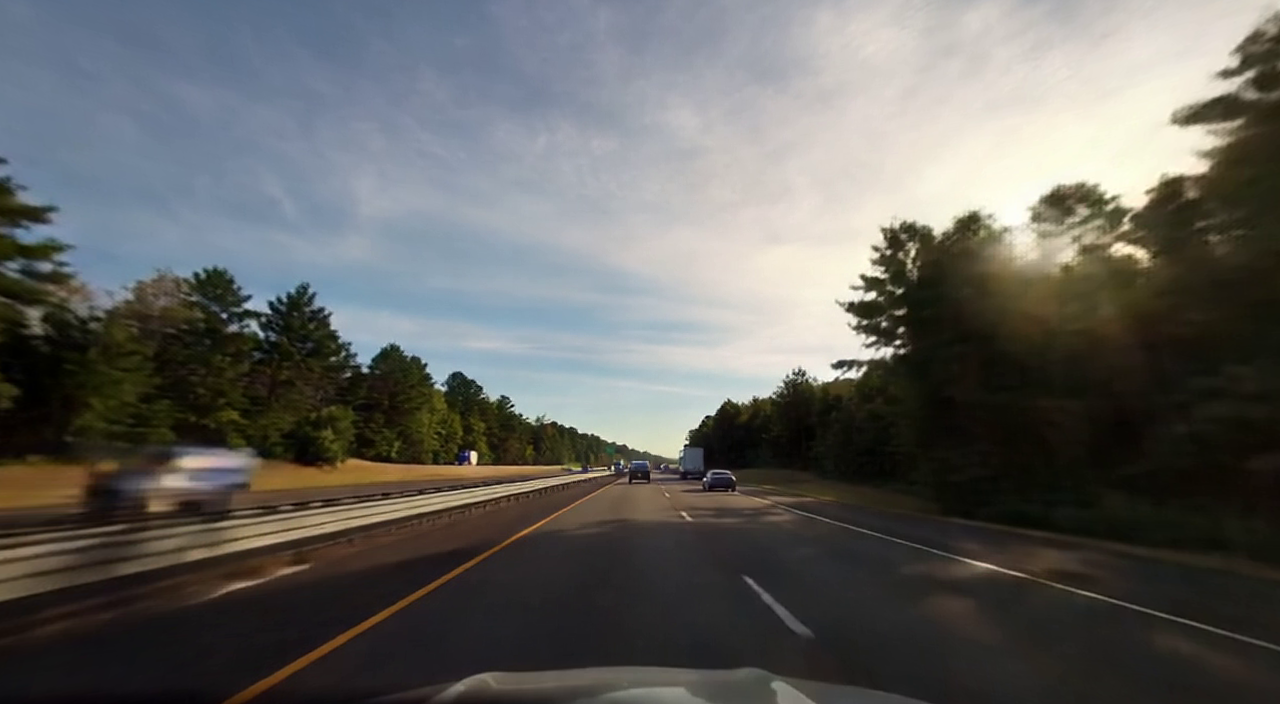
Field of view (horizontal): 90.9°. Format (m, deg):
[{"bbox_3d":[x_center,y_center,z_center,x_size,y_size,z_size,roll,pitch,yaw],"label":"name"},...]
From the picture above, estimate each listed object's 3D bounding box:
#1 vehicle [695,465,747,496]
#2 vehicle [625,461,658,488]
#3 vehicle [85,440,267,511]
[{"bbox_3d":[4.310,6.959,34.323,2.073,1.532,4.969,1,-10,-1],"label":"vehicle"},{"bbox_3d":[0.133,8.623,44.428,2.212,1.717,4.452,0,-10,1],"label":"vehicle"},{"bbox_3d":[-14.037,3.793,19.521,2.015,1.874,4.639,1,-10,0],"label":"vehicle"}]
